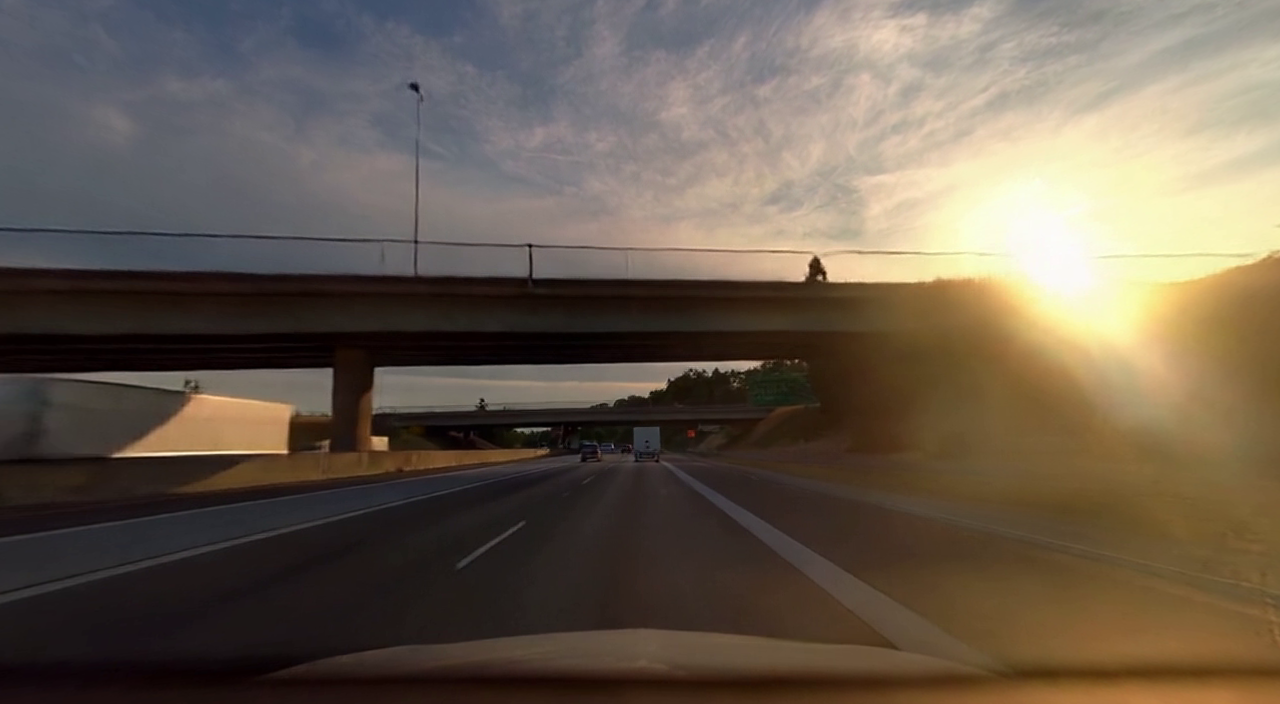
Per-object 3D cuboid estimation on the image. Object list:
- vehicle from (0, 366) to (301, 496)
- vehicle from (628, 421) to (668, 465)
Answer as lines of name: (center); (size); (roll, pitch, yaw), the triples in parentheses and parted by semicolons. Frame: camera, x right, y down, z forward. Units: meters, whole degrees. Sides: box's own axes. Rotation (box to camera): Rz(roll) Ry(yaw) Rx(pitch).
vehicle: (-20.034, 3.409, 25.395); (3.423, 3.678, 16.963); (0, -9, 0)
vehicle: (0.515, 7.076, 48.578); (2.790, 3.075, 7.414); (0, -9, -1)
